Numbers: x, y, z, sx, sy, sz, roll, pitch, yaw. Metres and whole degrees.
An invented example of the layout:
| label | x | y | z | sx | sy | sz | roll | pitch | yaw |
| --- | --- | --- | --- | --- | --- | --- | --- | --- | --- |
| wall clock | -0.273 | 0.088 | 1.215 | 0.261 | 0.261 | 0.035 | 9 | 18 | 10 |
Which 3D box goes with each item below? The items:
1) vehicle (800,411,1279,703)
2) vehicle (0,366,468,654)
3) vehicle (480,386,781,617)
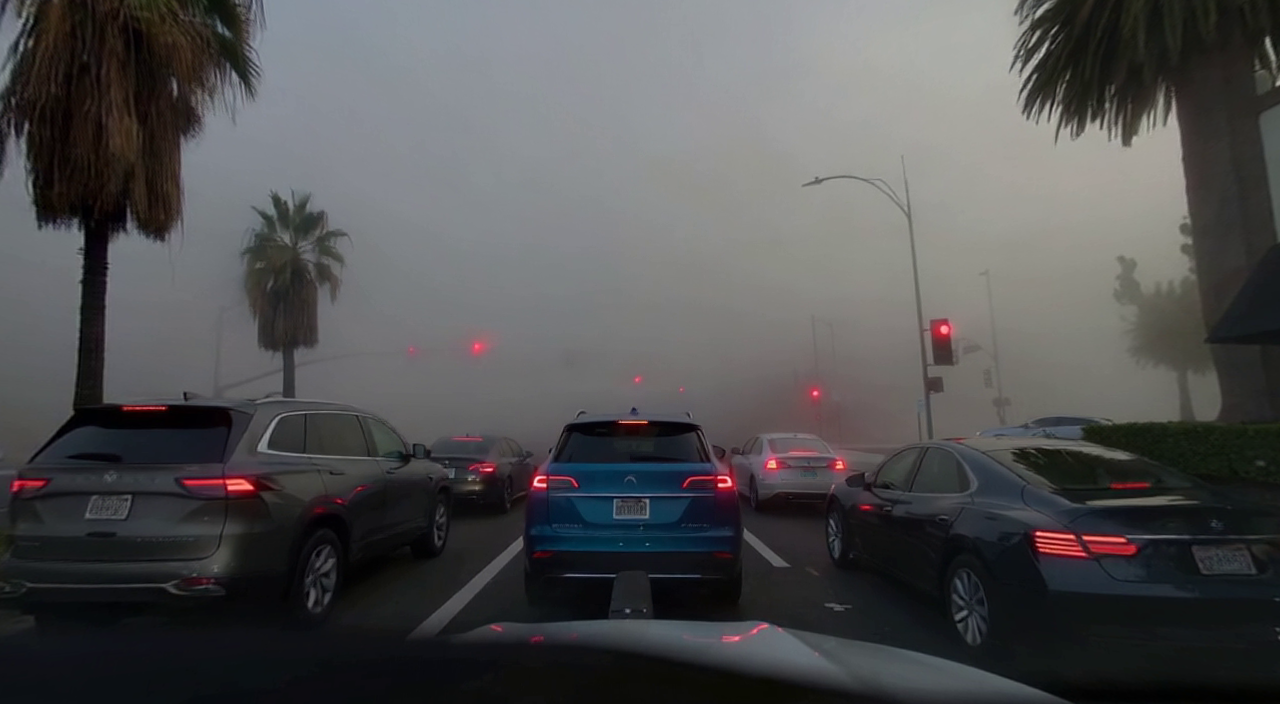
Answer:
| label | x | y | z | sx | sy | sz | roll | pitch | yaw |
| --- | --- | --- | --- | --- | --- | --- | --- | --- | --- |
| vehicle | 2.968 | 1.367 | 5.251 | 2.017 | 1.491 | 4.611 | 0 | -8 | -1 |
| vehicle | -3.346 | 1.283 | 6.123 | 2.014 | 1.755 | 4.360 | 0 | -8 | 1 |
| vehicle | -0.131 | 1.456 | 7.057 | 2.280 | 1.747 | 4.361 | 0 | -8 | -2 |
